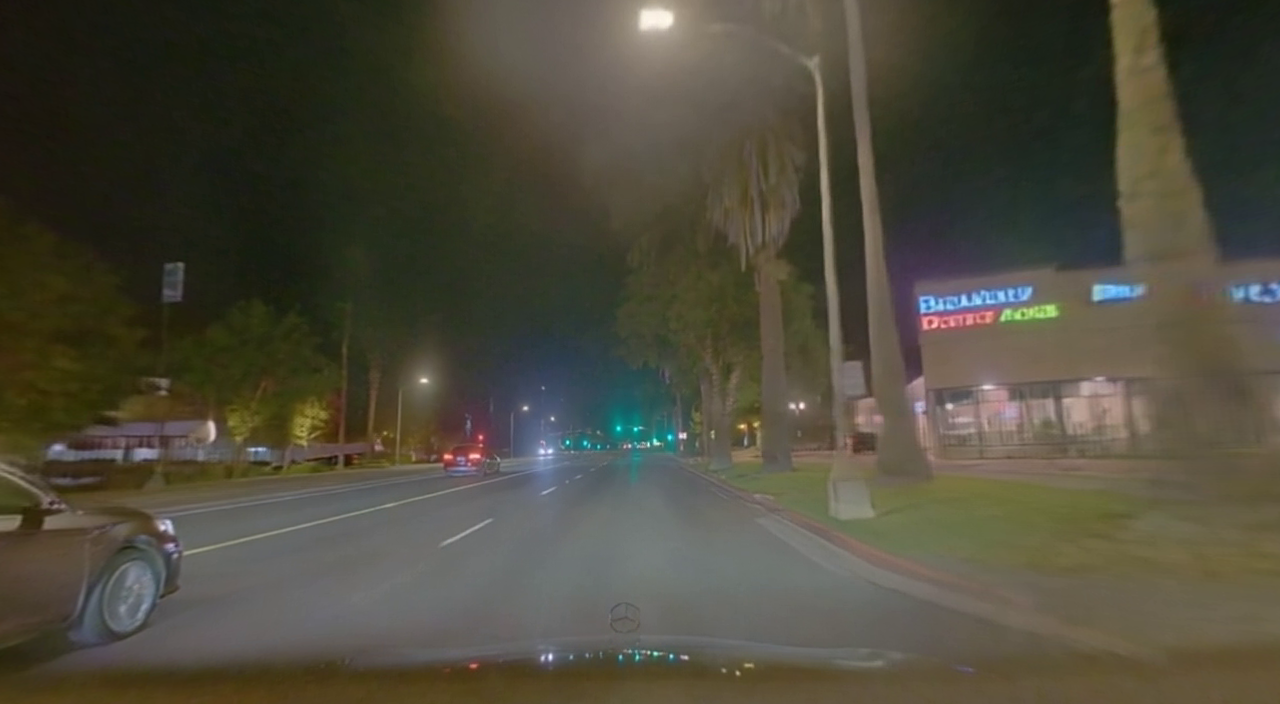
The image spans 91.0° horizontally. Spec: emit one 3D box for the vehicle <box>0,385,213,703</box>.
[{"bbox_3d":[-4.317,0.937,2.717,2.041,1.666,4.182,0,-8,-1],"label":"vehicle"}]

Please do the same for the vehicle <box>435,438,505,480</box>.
[{"bbox_3d":[-7.955,5.026,29.906,2.136,1.844,4.363,0,-8,-1],"label":"vehicle"}]
